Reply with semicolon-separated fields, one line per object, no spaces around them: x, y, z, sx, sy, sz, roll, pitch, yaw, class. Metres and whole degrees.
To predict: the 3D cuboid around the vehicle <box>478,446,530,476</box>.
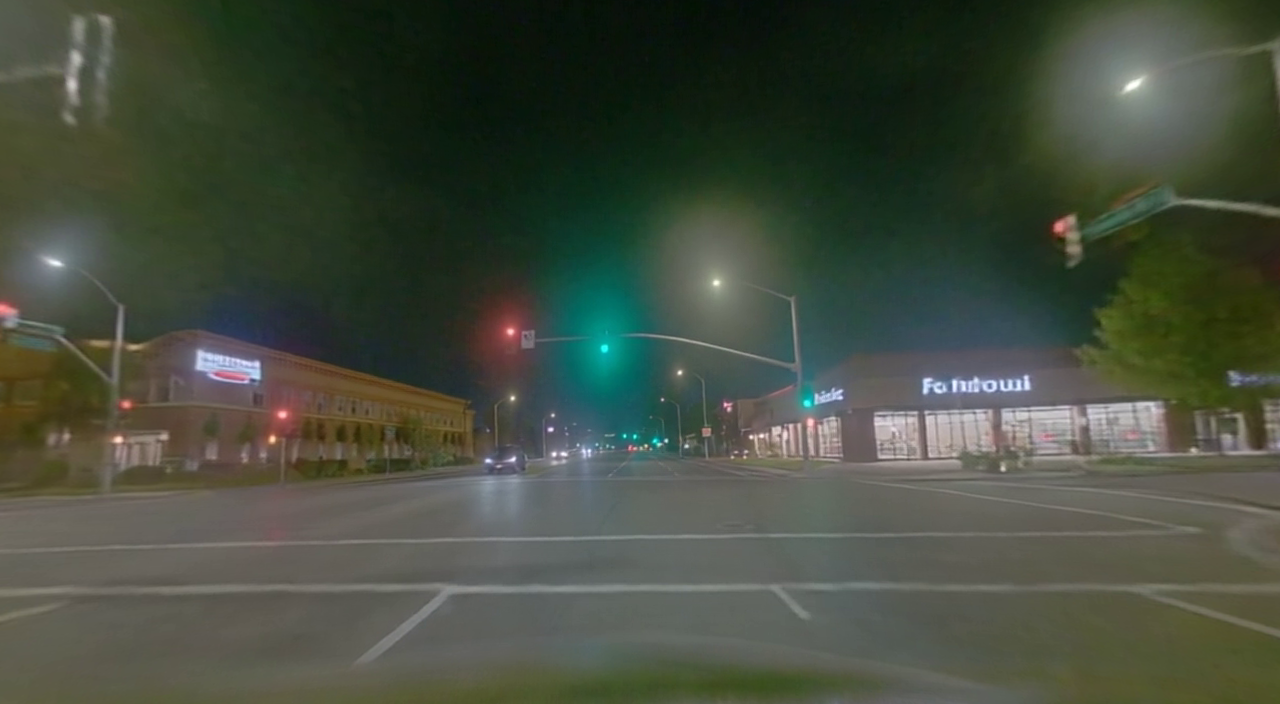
-7.729;6.248;36.243;2.011;1.490;4.472;-3;-10;-1;vehicle
